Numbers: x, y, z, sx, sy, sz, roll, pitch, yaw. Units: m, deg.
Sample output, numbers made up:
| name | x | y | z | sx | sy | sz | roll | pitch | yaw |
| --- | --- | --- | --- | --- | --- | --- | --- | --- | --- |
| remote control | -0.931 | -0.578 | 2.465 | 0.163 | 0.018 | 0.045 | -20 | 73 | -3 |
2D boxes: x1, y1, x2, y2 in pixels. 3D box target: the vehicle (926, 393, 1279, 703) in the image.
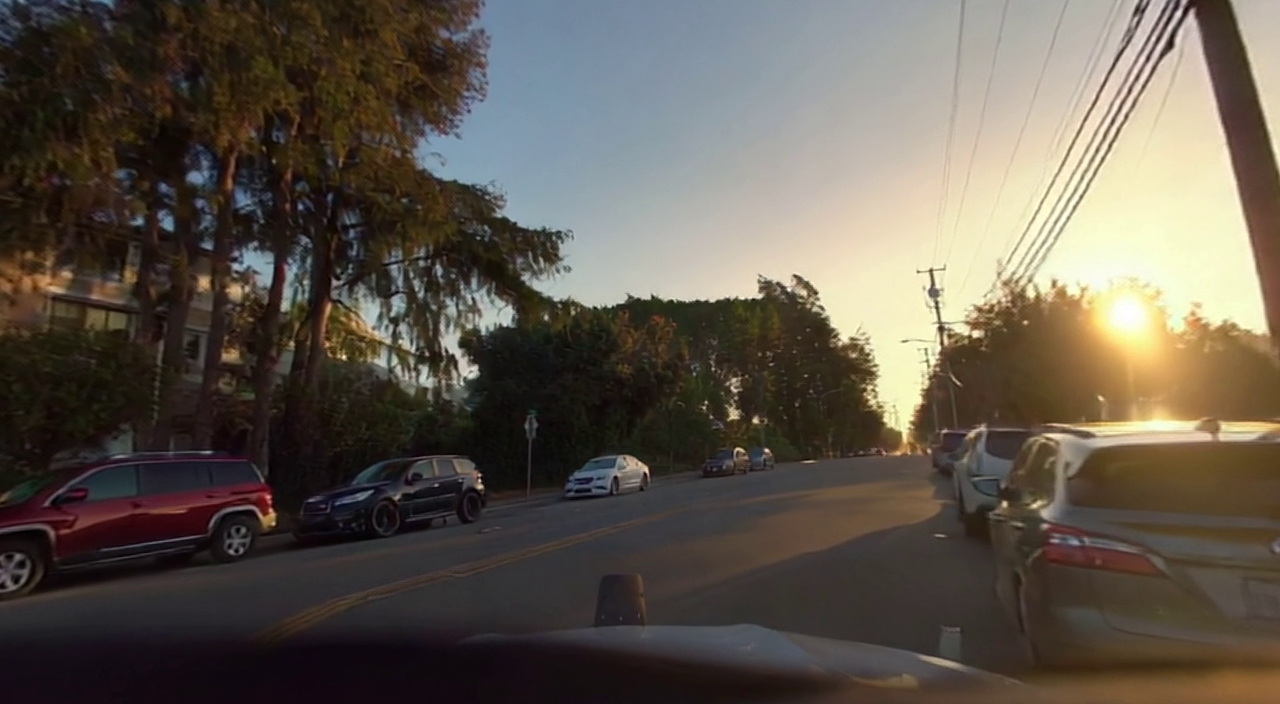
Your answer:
| name | x | y | z | sx | sy | sz | roll | pitch | yaw |
| --- | --- | --- | --- | --- | --- | --- | --- | --- | --- |
| vehicle | 3.151 | 1.225 | 4.356 | 2.030 | 1.535 | 4.683 | -4 | -9 | 23 |

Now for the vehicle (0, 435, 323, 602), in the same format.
| name | x | y | z | sx | sy | sz | roll | pitch | yaw |
| --- | --- | --- | --- | --- | --- | --- | --- | --- | --- |
| vehicle | -7.481 | 2.331 | 9.214 | 1.973 | 1.848 | 5.100 | -11 | -12 | 19 |

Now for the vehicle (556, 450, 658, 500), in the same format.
| name | x | y | z | sx | sy | sz | roll | pitch | yaw |
| --- | --- | --- | --- | --- | --- | --- | --- | --- | --- |
| vehicle | -1.180 | 4.835 | 24.923 | 2.017 | 1.582 | 4.664 | -11 | -14 | 22 |

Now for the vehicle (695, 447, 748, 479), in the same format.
| name | x | y | z | sx | sy | sz | roll | pitch | yaw |
| --- | --- | --- | --- | --- | --- | --- | --- | --- | --- |
| vehicle | 5.105 | 6.763 | 38.931 | 2.011 | 1.801 | 4.676 | -4 | -9 | 23 |

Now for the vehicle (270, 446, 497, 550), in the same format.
| name | x | y | z | sx | sy | sz | roll | pitch | yaw |
| --- | --- | --- | --- | --- | --- | --- | --- | --- | --- |
| vehicle | -5.403 | 3.129 | 14.054 | 2.068 | 1.745 | 4.579 | -10 | -12 | 19 |
